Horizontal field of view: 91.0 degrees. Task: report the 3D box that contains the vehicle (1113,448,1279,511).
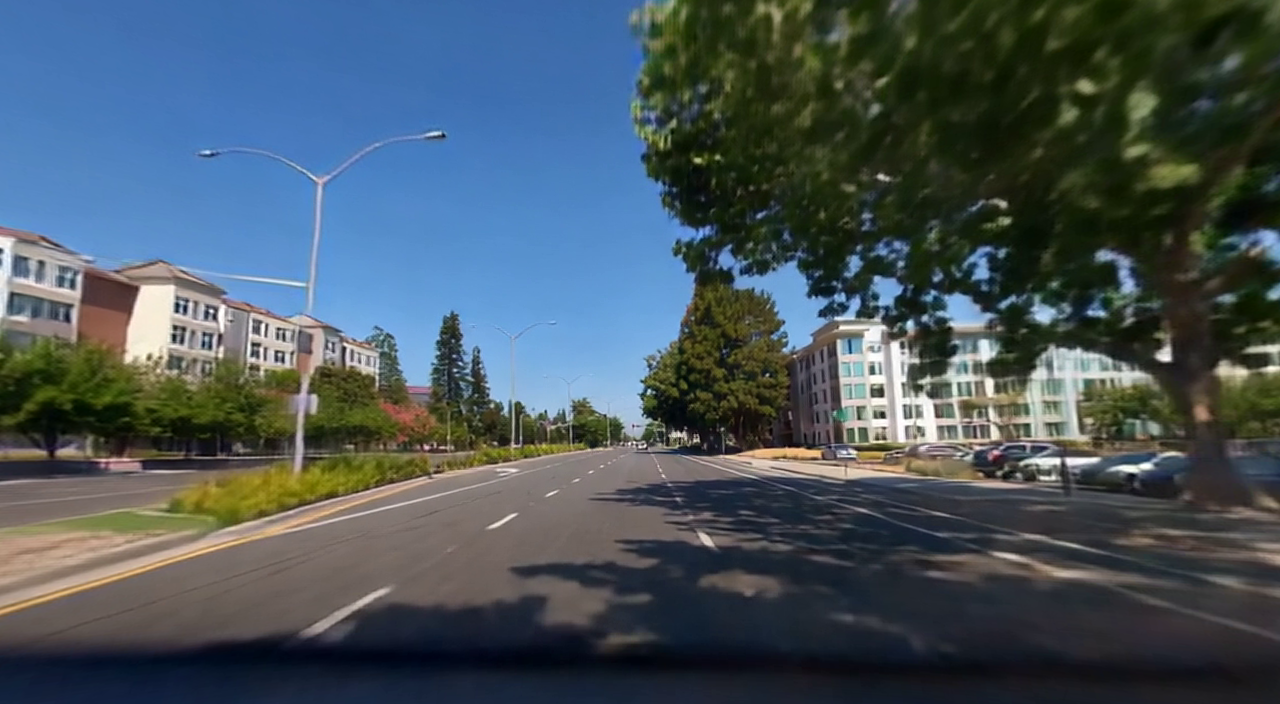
[{"bbox_3d":[15.206,3.236,16.224,4.331,1.469,2.008,0,-9,2],"label":"vehicle"}]
